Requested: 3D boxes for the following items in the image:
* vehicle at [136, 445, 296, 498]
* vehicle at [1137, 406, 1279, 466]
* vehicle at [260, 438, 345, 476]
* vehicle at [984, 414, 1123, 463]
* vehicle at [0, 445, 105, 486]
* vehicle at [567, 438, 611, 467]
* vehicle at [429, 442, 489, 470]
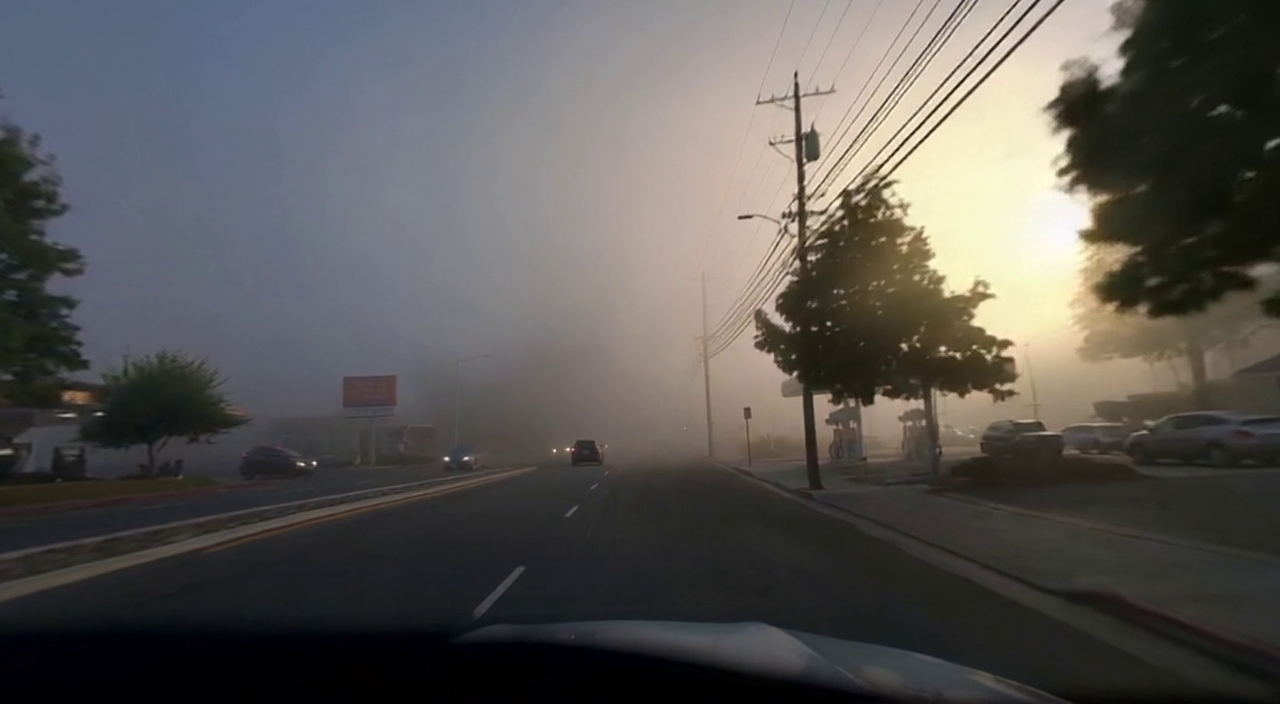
[{"bbox_3d":[-13.974,3.930,21.208,2.091,1.538,4.451,-1,-8,4],"label":"vehicle"},{"bbox_3d":[17.823,2.446,18.349,4.943,1.646,2.072,0,-8,0],"label":"vehicle"},{"bbox_3d":[-20.612,6.346,38.449,5.575,2.142,1.996,-5,-10,33],"label":"vehicle"},{"bbox_3d":[18.327,3.819,28.306,2.020,1.972,4.983,3,-7,-16],"label":"vehicle"},{"bbox_3d":[-22.987,4.197,23.483,4.219,1.431,1.999,0,-8,-1],"label":"vehicle"},{"bbox_3d":[-2.815,5.599,35.382,2.073,1.525,3.968,0,-8,1],"label":"vehicle"},{"bbox_3d":[-10.315,5.964,36.367,2.021,1.480,4.800,0,-8,1],"label":"vehicle"}]
